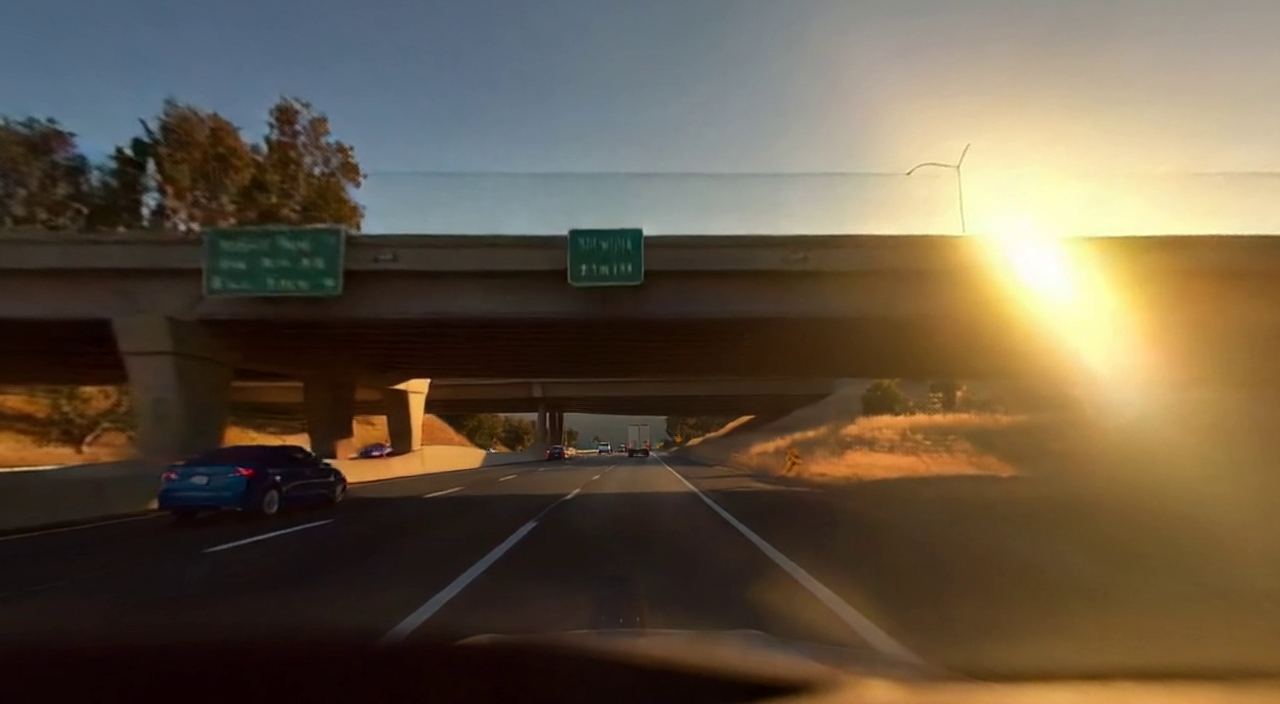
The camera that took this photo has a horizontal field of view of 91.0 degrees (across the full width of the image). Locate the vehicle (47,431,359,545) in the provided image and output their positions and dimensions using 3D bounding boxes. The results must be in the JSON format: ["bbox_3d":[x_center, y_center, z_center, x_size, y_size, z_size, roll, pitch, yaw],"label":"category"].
[{"bbox_3d":[-7.028,2.212,10.970,2.096,1.541,4.610,0,-8,0],"label":"vehicle"}]
